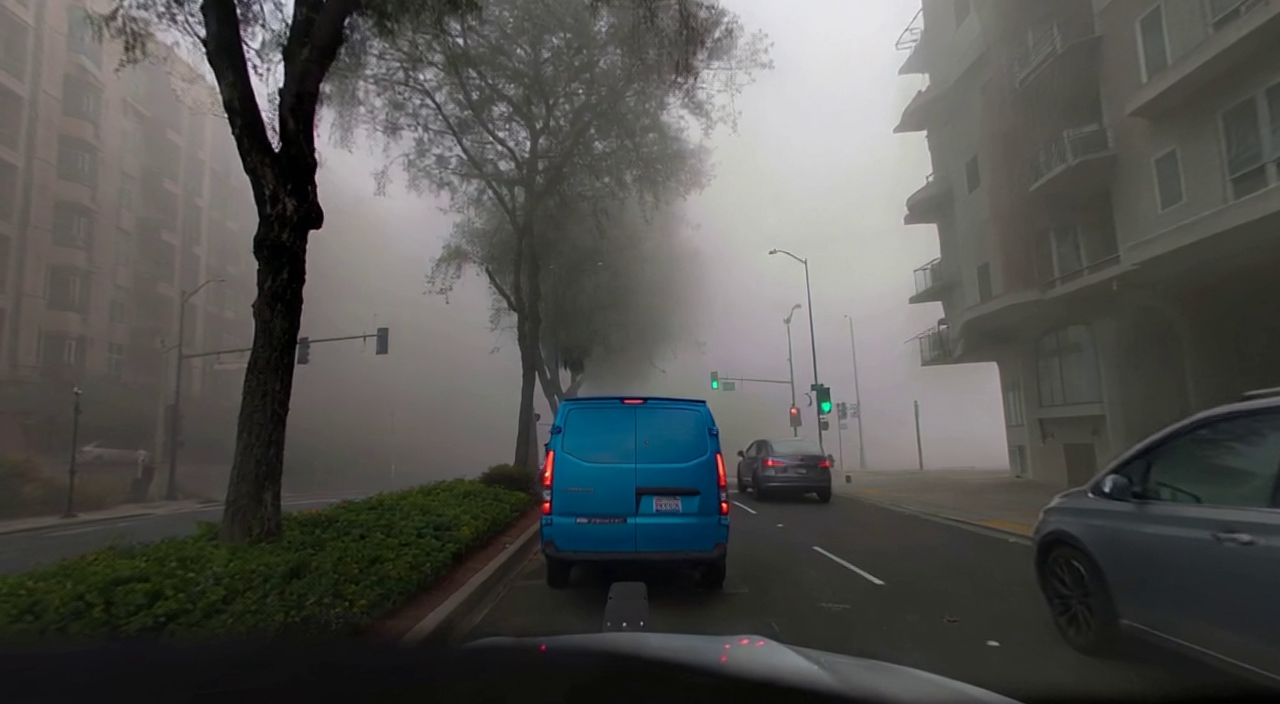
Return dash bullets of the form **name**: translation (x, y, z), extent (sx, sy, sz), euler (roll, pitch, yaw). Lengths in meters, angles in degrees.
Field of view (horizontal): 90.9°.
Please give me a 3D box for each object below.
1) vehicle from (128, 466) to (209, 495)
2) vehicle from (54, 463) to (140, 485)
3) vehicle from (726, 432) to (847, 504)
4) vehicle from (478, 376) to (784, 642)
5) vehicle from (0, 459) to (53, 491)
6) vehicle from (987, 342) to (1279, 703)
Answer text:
- **vehicle**: translation (-33.250, 9.073, 44.509), extent (4.292, 1.492, 1.772), euler (-6, -14, -1)
- **vehicle**: translation (-38.382, 8.626, 44.636), extent (4.396, 1.458, 1.809), euler (-1, -9, 2)
- **vehicle**: translation (3.799, 3.111, 17.334), extent (2.061, 1.676, 4.734), euler (0, -9, -2)
- **vehicle**: translation (-0.049, 1.406, 6.583), extent (2.101, 1.828, 4.270), euler (0, -9, 0)
- **vehicle**: translation (-35.492, 6.848, 35.177), extent (3.843, 1.680, 1.782), euler (-1, -9, 7)
- **vehicle**: translation (3.805, 0.855, 2.785), extent (2.157, 1.748, 4.130), euler (0, -9, 0)
